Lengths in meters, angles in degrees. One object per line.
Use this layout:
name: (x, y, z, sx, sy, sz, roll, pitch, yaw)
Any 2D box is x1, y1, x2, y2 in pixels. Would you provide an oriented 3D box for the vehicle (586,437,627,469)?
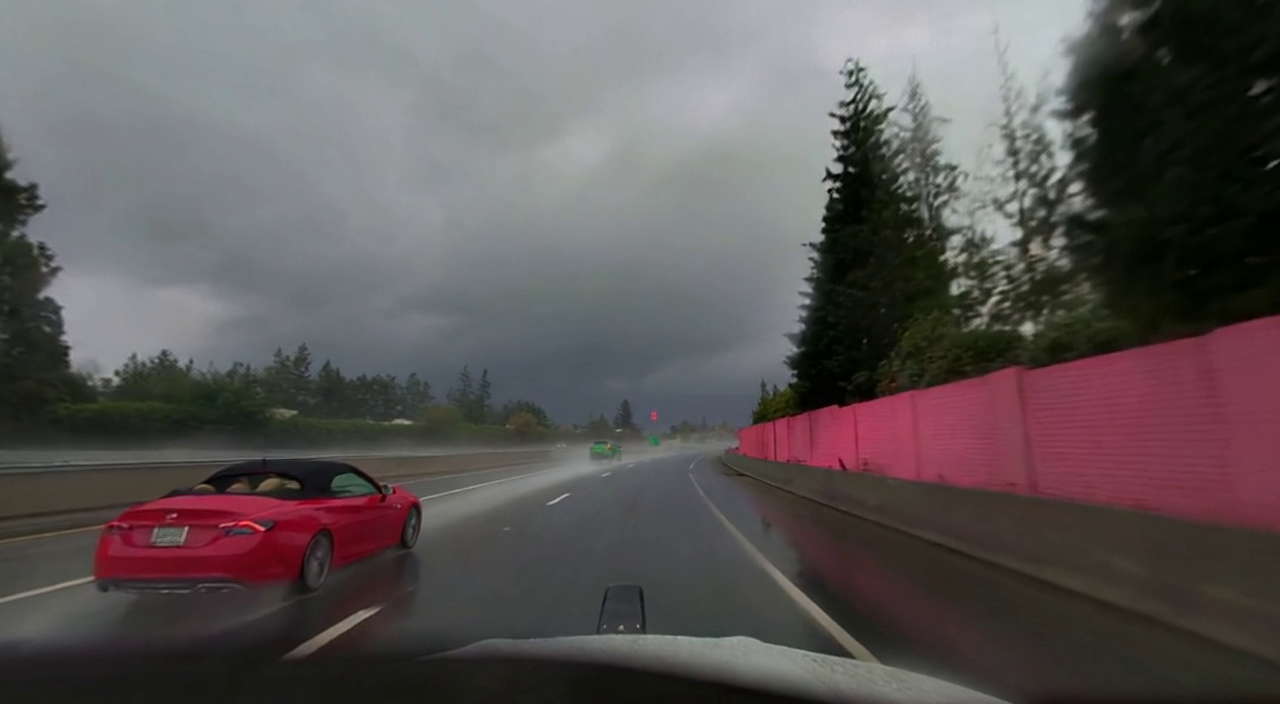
vehicle: (-1.855, 5.829, 36.441, 1.833, 1.697, 3.984, -1, -9, 5)

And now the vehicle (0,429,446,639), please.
vehicle: (-3.590, 1.576, 6.524, 1.746, 1.405, 4.339, -1, -9, 1)
